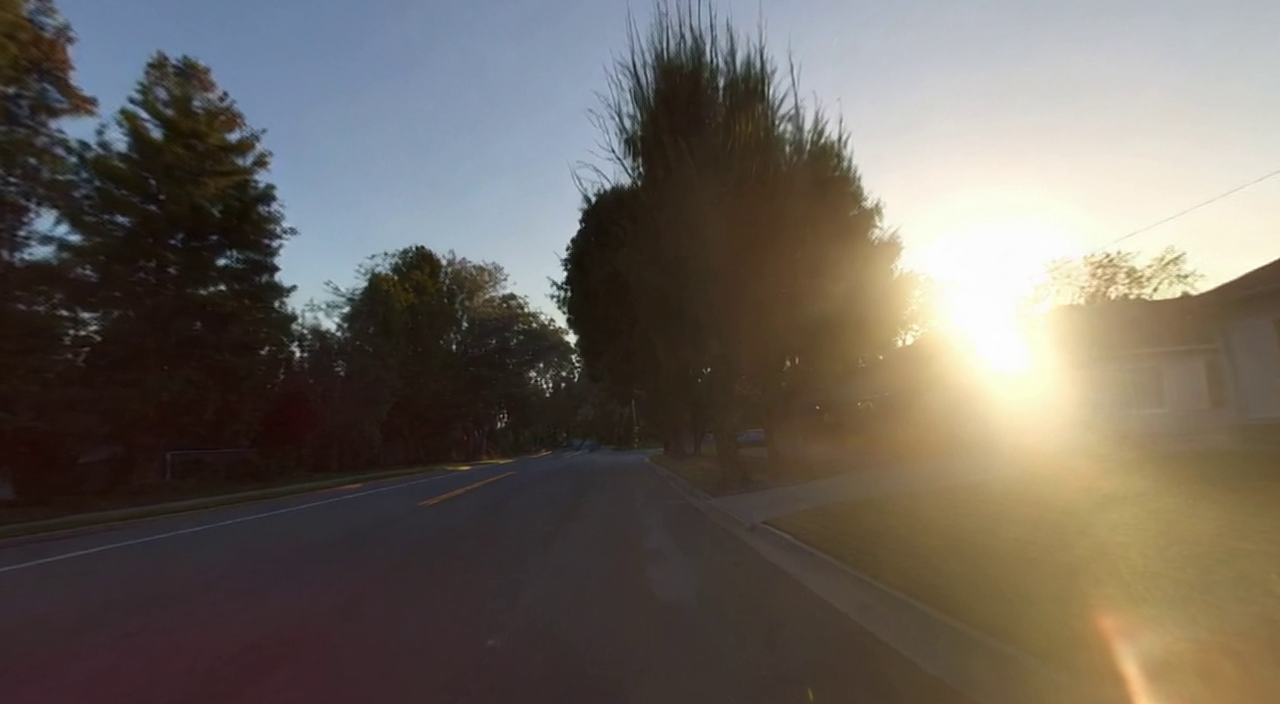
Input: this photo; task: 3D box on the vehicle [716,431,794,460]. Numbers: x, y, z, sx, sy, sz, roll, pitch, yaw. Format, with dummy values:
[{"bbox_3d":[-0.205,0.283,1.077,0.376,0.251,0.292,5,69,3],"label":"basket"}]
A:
[{"bbox_3d":[6.694,5.455,36.933,4.153,1.605,1.835,1,-8,-4],"label":"vehicle"}]
